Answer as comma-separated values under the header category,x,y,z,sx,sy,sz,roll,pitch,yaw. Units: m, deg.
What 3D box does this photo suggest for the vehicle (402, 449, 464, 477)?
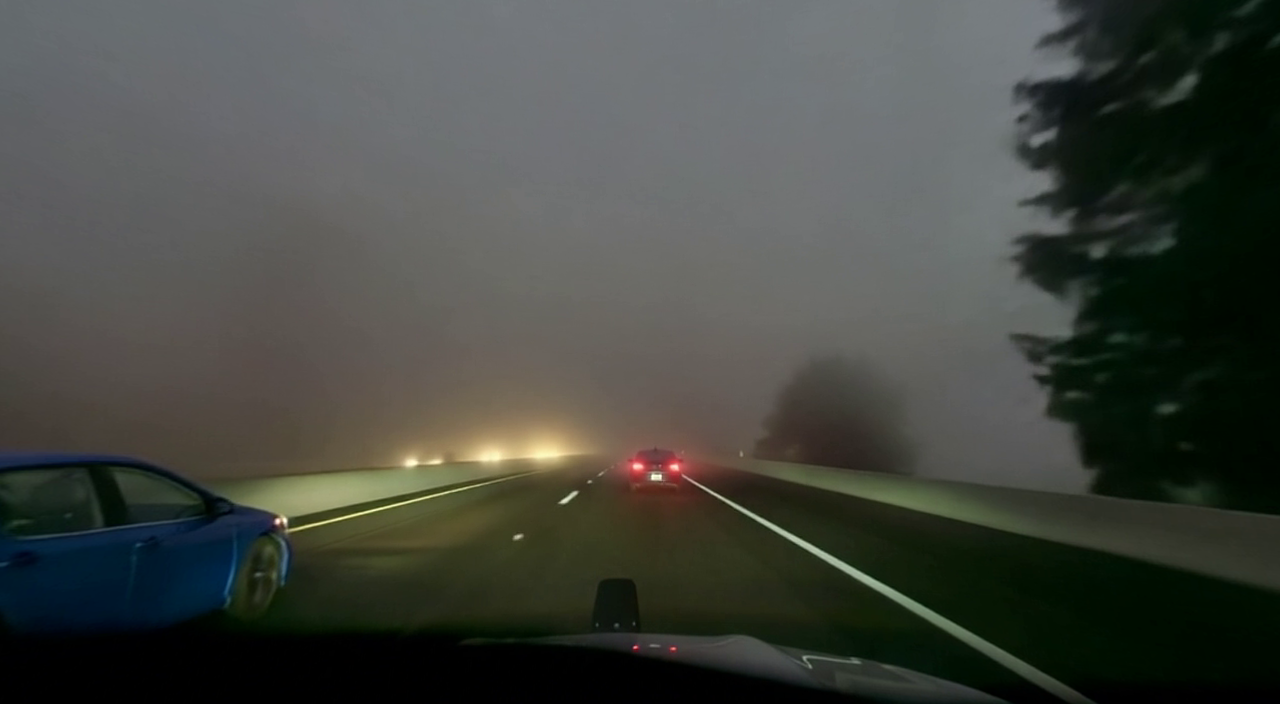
category,x,y,z,sx,sy,sz,roll,pitch,yaw
vehicle,-12.706,6.818,38.777,1.888,1.547,4.445,-1,-9,7

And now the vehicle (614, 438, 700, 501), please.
category,x,y,z,sx,sy,sz,roll,pitch,yaw
vehicle,0.341,3.213,17.515,2.021,1.533,4.014,0,-9,-4

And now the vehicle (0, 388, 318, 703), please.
category,x,y,z,sx,sy,sz,roll,pitch,yaw
vehicle,-3.692,1.036,3.191,2.083,1.548,4.251,0,-9,-4
